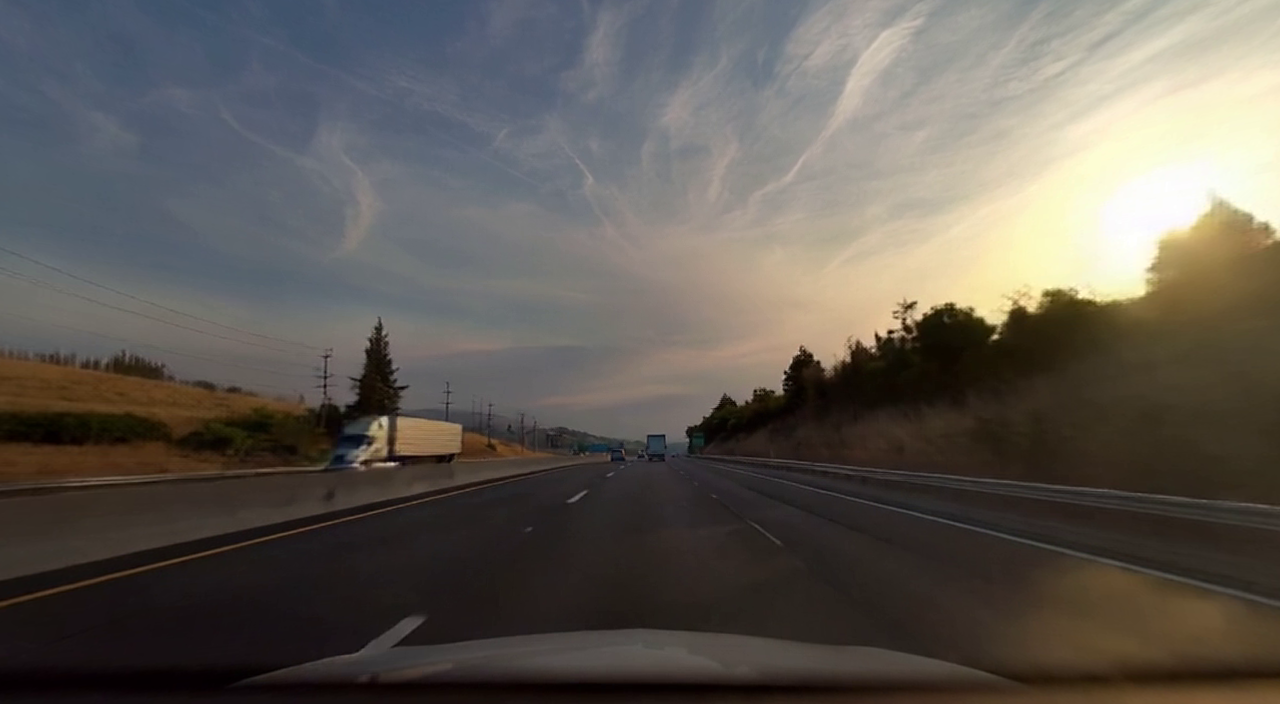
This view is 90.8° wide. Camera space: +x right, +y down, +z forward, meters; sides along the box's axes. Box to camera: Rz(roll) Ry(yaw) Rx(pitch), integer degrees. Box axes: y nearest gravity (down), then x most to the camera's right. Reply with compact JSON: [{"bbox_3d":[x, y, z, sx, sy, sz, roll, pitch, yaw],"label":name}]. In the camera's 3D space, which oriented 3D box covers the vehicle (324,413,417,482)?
[{"bbox_3d":[-16.596,5.959,39.417,3.004,3.988,5.943,0,-9,1],"label":"vehicle"}]
